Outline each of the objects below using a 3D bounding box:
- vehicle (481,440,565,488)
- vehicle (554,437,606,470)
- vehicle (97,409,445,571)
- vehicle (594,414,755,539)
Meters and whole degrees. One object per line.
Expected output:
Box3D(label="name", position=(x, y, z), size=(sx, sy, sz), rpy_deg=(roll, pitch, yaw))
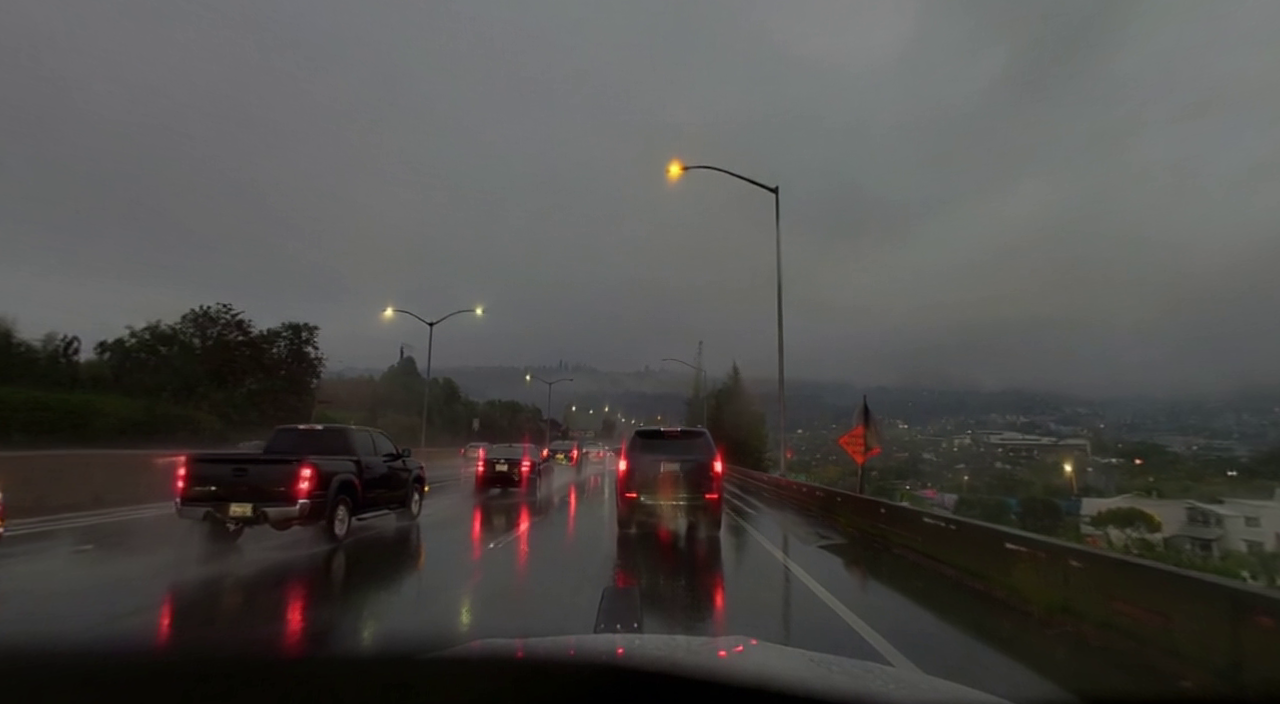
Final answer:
Box3D(label="vehicle", position=(-3.880, 3.783, 21.700), size=(1.868, 1.470, 4.105), rpy_deg=(-1, -9, 4))
Box3D(label="vehicle", position=(-3.222, 5.592, 34.990), size=(2.109, 1.714, 4.472), rpy_deg=(-1, -9, 5))
Box3D(label="vehicle", position=(-4.628, 1.792, 8.953), size=(2.076, 1.688, 4.334), rpy_deg=(-1, -9, 4))
Box3D(label="vehicle", position=(0.519, 2.065, 11.052), size=(2.235, 1.716, 4.435), rpy_deg=(0, -9, 1))
